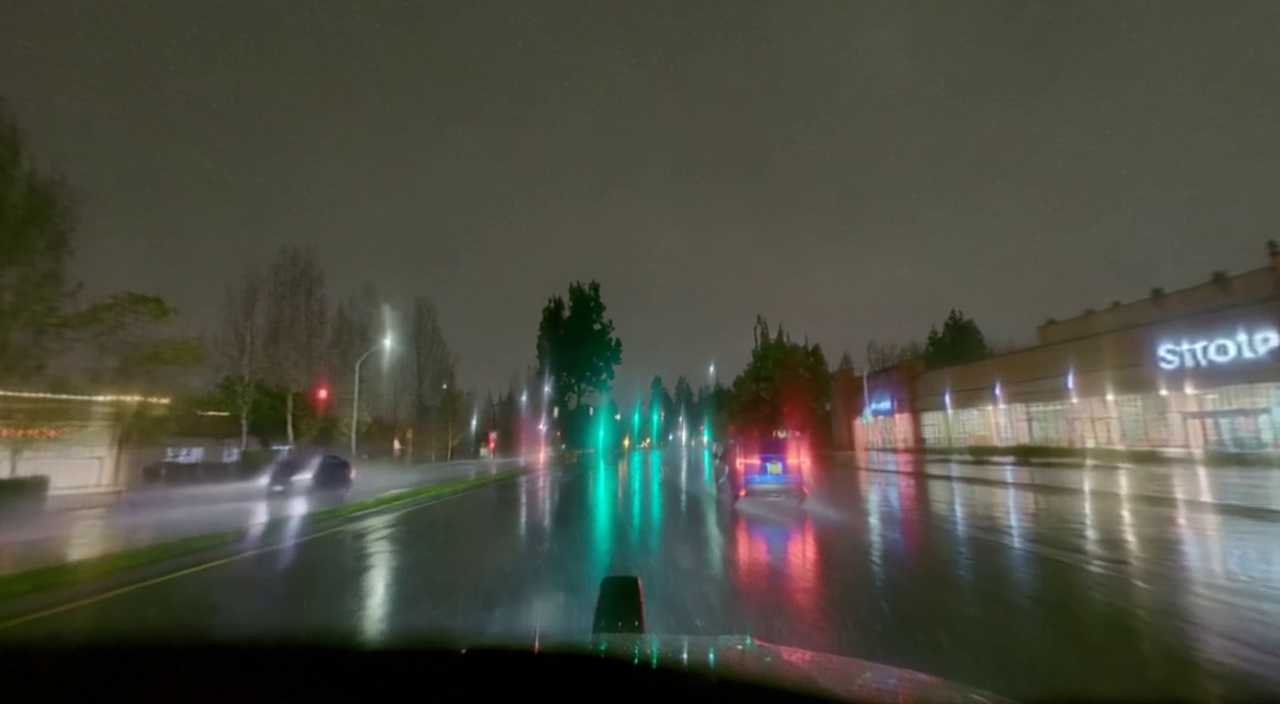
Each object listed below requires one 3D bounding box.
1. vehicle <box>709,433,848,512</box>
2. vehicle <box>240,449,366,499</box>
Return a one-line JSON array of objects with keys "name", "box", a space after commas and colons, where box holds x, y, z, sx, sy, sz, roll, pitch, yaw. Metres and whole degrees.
[{"name": "vehicle", "box": [2.867, 2.611, 14.140, 2.015, 1.479, 4.444, 0, -8, -1]}, {"name": "vehicle", "box": [-11.527, 4.148, 21.903, 1.944, 1.512, 4.278, 0, -8, 1]}]
